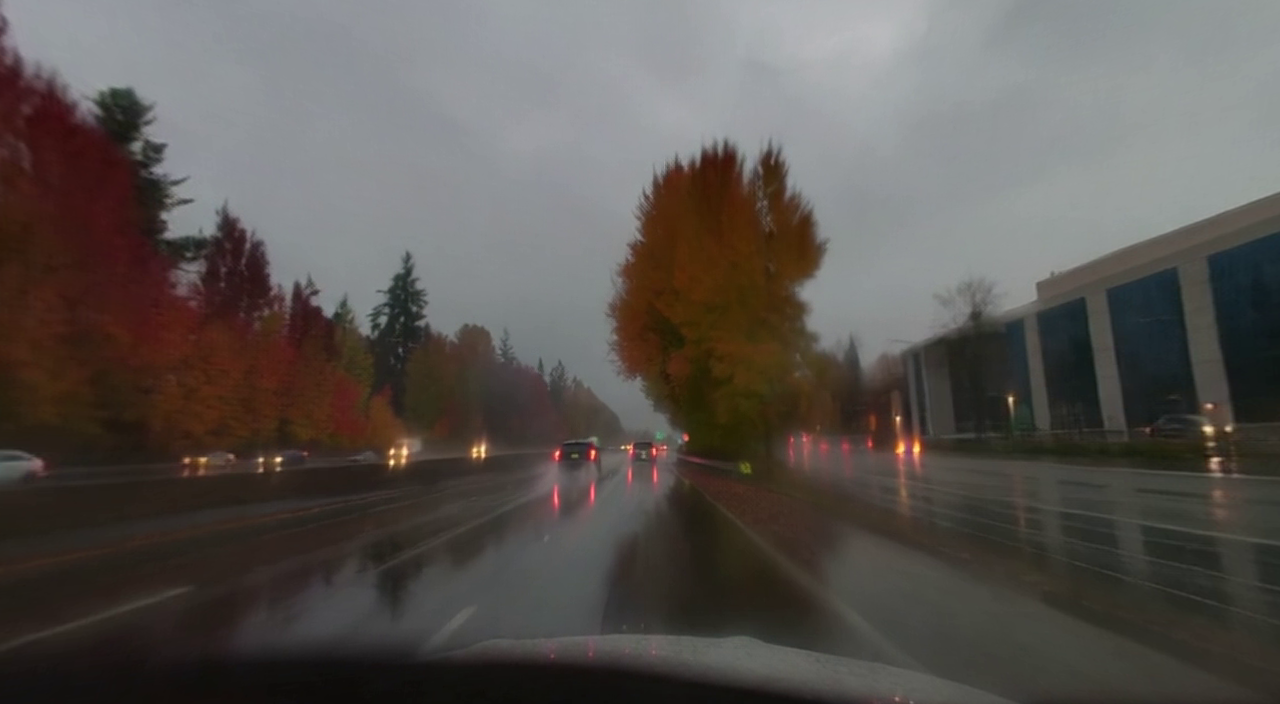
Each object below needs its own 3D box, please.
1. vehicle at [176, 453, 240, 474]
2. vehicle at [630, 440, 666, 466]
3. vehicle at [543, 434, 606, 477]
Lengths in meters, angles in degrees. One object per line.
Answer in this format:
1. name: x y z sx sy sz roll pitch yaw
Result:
1. vehicle: -33.408 8.642 48.866 1.773 1.477 4.319 -1 -9 2
2. vehicle: 0.479 6.084 38.206 2.040 1.493 3.682 0 -8 0
3. vehicle: -2.775 4.512 27.655 2.197 1.709 4.069 0 -8 2
